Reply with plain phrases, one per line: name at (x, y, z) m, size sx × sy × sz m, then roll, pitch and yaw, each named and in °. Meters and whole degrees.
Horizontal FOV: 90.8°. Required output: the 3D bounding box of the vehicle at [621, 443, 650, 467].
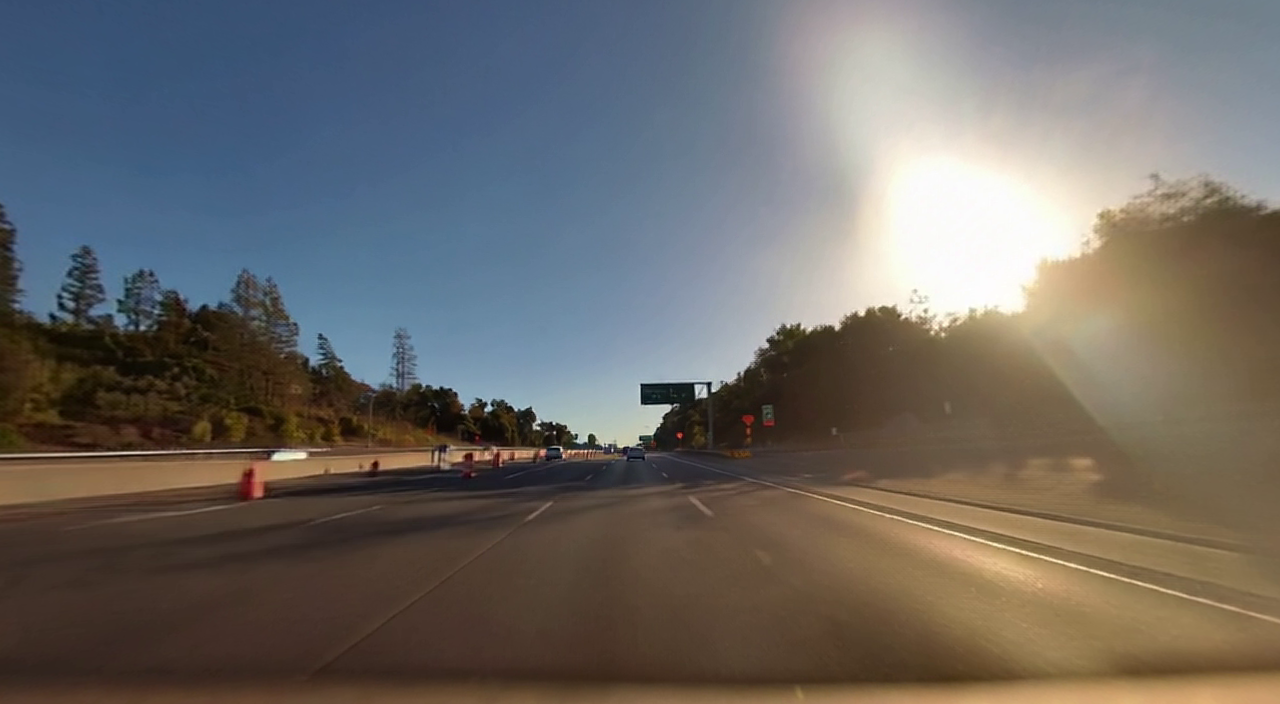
vehicle at (-0.346, 7.650, 47.076) m, size 2.109 × 1.638 × 3.856 m, roll 0°, pitch -9°, yaw 0°

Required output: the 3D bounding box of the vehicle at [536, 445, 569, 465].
vehicle at (-6.866, 8.135, 49.966) m, size 1.997 × 1.507 × 4.248 m, roll 0°, pitch -9°, yaw 0°
